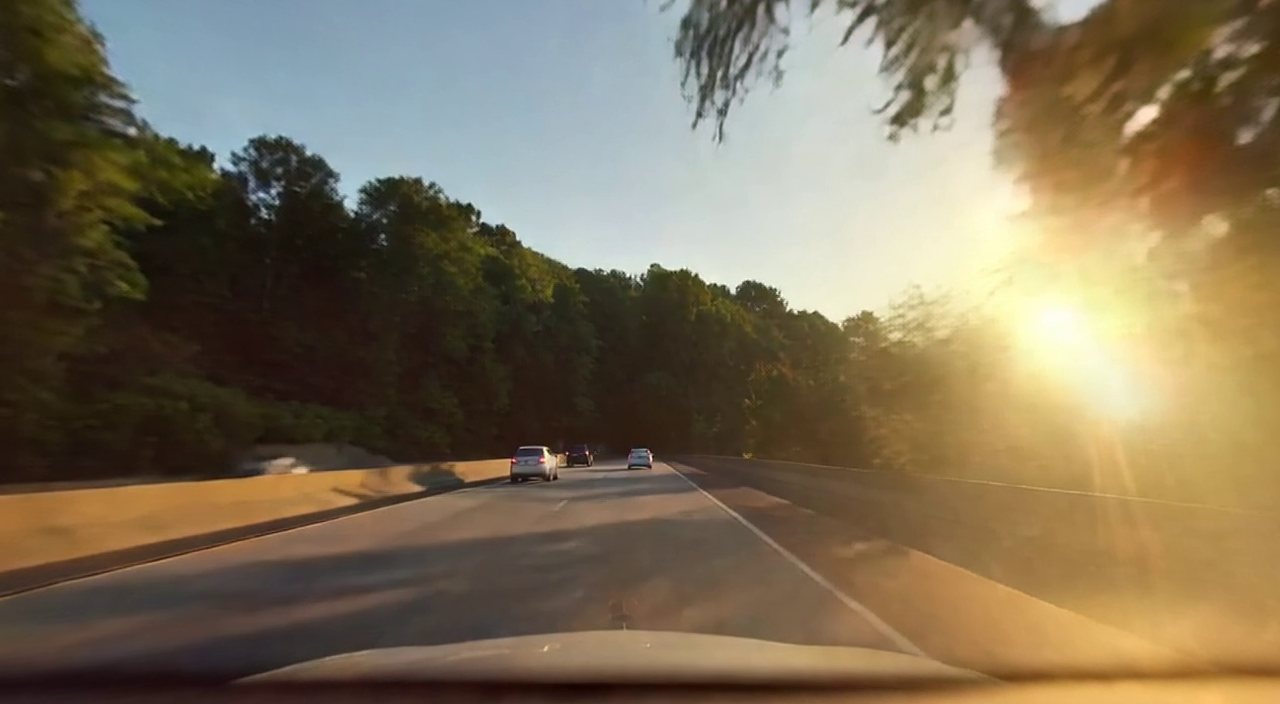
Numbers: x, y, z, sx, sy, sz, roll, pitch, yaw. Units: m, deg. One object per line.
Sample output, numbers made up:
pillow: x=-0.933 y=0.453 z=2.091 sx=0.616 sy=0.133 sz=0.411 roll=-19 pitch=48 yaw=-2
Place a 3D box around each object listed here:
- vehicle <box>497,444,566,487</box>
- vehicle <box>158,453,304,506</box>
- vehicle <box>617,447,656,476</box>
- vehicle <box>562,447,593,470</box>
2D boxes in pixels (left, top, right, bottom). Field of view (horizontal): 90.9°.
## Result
vehicle: x=-4.145 y=4.423 z=24.783 sx=1.978 sy=1.538 sz=3.755 roll=0 pitch=-9 yaw=1
vehicle: x=-12.544 y=3.905 z=19.703 sx=1.854 sy=1.428 sz=4.065 roll=0 pitch=-9 yaw=0
vehicle: x=-0.186 y=6.054 z=35.027 sx=2.001 sy=1.490 sz=3.914 roll=0 pitch=-9 yaw=0
vehicle: x=-4.527 y=7.778 z=46.259 sx=1.834 sy=1.615 sz=3.624 roll=0 pitch=-9 yaw=1
